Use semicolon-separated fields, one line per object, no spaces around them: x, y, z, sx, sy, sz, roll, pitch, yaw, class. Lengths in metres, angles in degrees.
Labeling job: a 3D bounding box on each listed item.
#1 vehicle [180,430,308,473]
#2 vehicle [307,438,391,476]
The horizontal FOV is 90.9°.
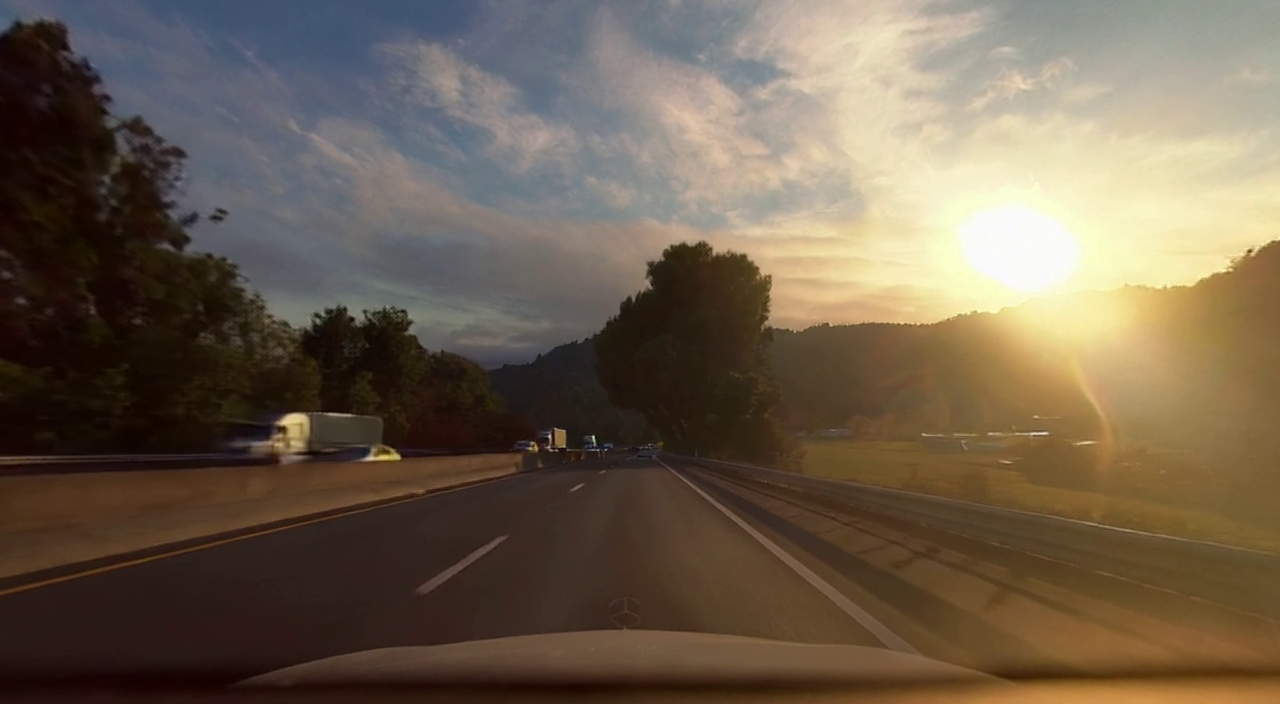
-15.730;4.007;25.389;2.202;1.541;4.490;0;-9;0;vehicle
-11.596;4.195;25.360;1.772;1.418;3.370;0;-9;-1;vehicle
